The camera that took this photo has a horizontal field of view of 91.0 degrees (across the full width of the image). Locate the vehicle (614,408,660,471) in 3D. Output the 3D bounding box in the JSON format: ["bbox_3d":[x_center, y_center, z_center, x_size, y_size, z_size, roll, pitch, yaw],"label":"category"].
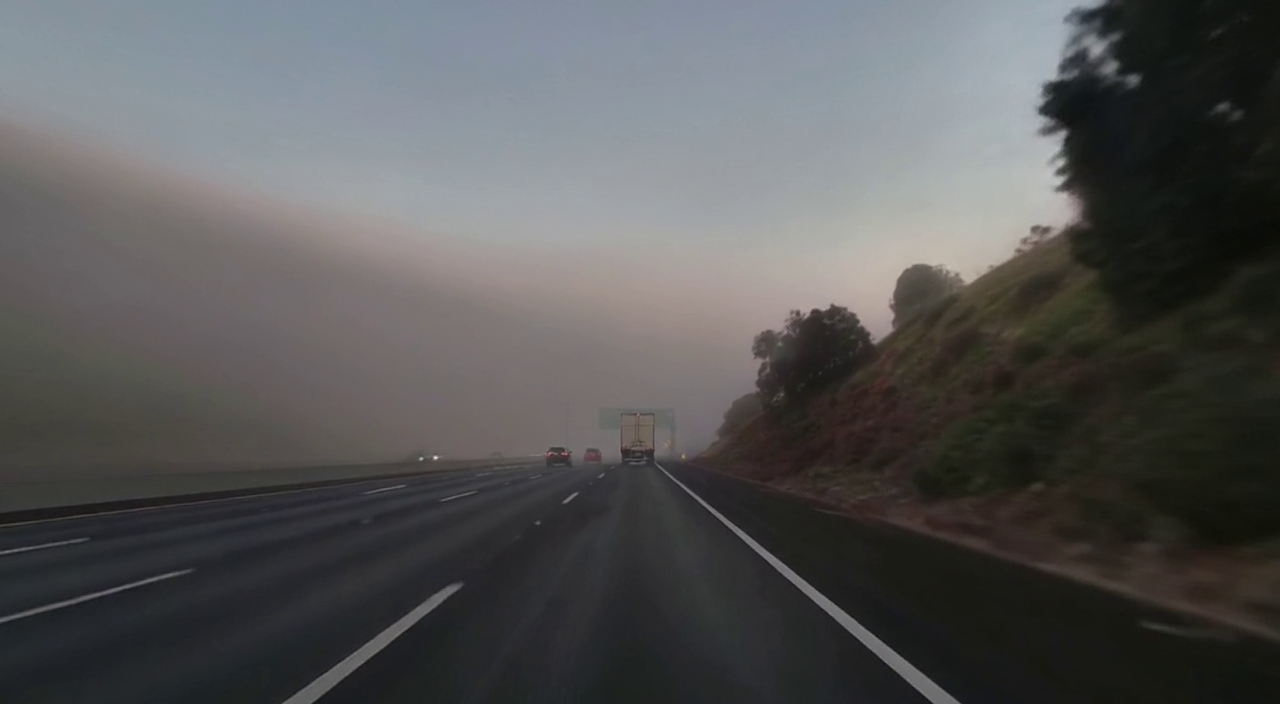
[{"bbox_3d":[-0.098,6.634,47.497,3.039,4.131,11.822,0,-9,1],"label":"vehicle"}]
